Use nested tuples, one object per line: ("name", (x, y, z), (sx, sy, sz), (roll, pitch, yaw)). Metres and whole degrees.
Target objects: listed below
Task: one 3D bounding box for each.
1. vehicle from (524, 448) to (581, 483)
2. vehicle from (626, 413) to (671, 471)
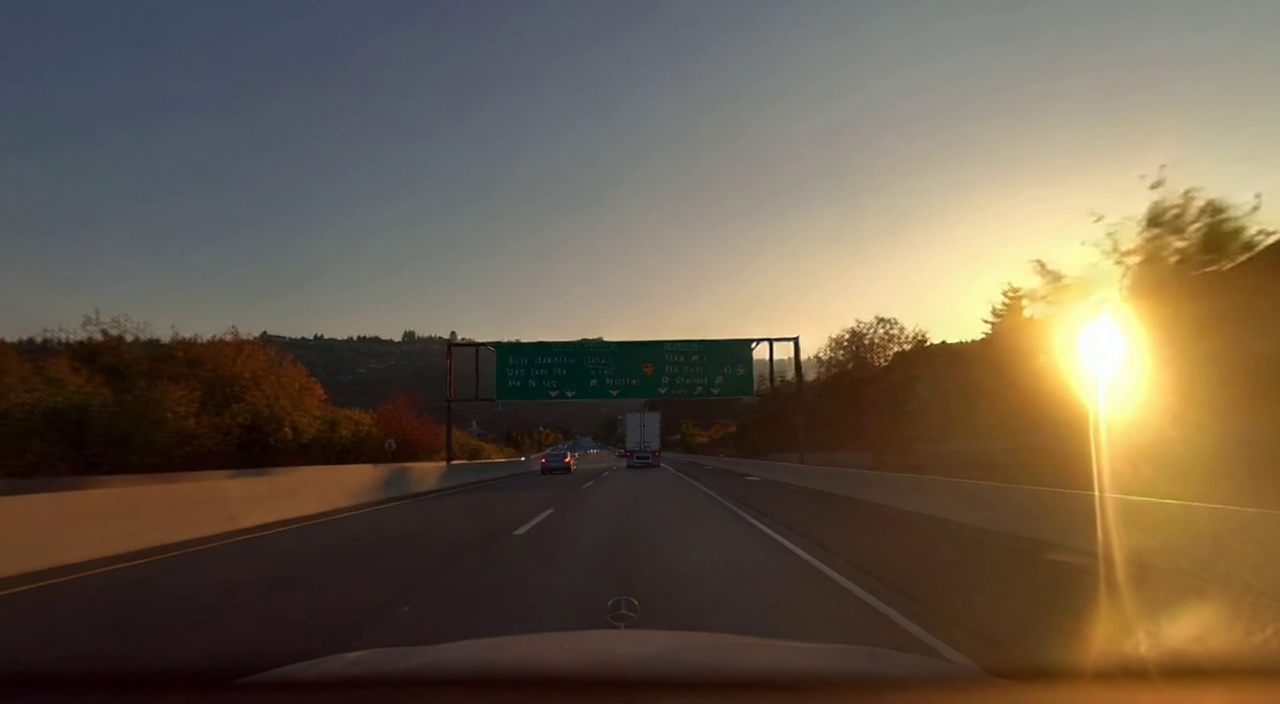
("vehicle", (-4.043, 5.310, 29.908), (2.053, 1.523, 4.450), (0, -9, 1))
("vehicle", (0.456, 6.774, 47.167), (2.864, 3.805, 9.500), (0, -9, -2))
